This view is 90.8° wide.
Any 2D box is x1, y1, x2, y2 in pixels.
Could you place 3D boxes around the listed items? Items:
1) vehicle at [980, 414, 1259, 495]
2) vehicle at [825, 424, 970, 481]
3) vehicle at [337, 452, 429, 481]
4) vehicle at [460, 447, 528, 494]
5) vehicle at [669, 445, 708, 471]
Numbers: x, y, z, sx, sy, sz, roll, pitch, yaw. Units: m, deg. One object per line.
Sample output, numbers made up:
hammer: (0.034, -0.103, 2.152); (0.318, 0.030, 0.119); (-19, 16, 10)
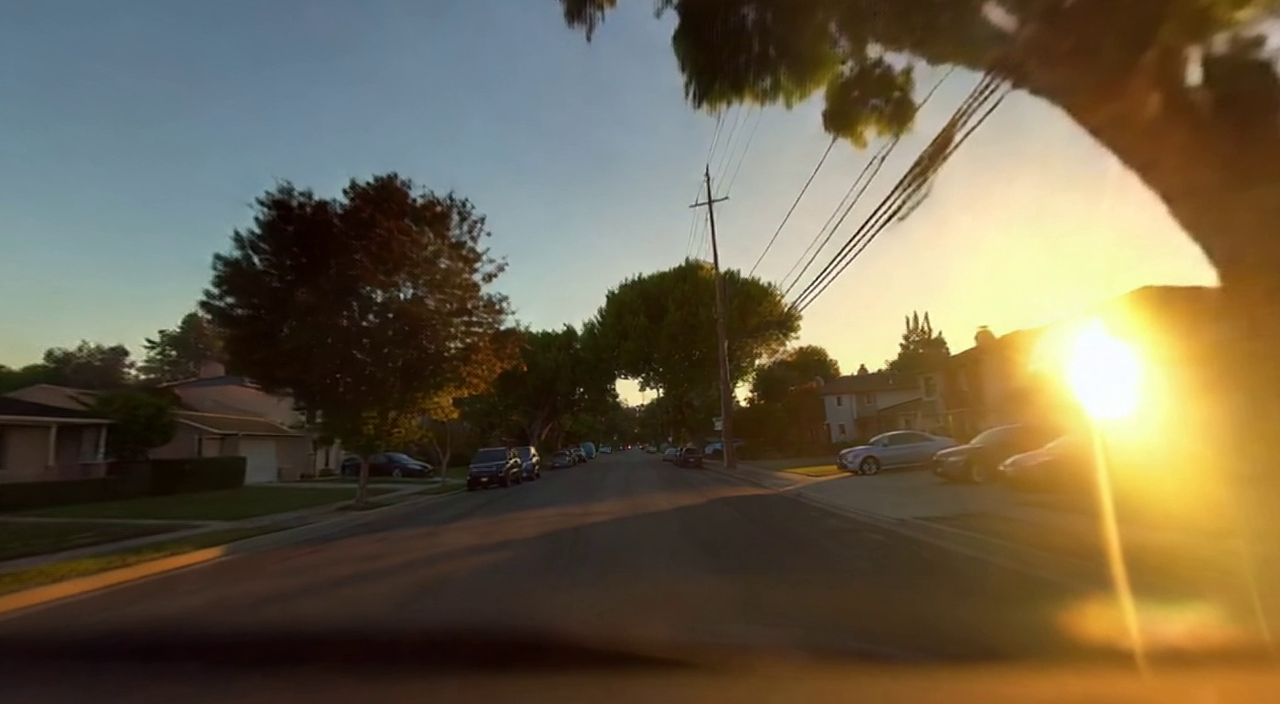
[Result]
vehicle: (11.108, 2.431, 14.984); (4.782, 1.748, 2.106); (-1, -9, 2)
vehicle: (9.782, 3.821, 24.234); (4.559, 1.843, 2.081); (-2, -7, -4)
vehicle: (-16.199, 7.229, 39.997); (4.706, 1.681, 2.389); (-1, -9, 5)
vehicle: (-6.283, 5.088, 27.579); (2.035, 1.736, 3.955); (-2, -7, -1)
vehicle: (3.321, 7.341, 44.137); (2.247, 1.618, 4.655); (2, -8, -1)
